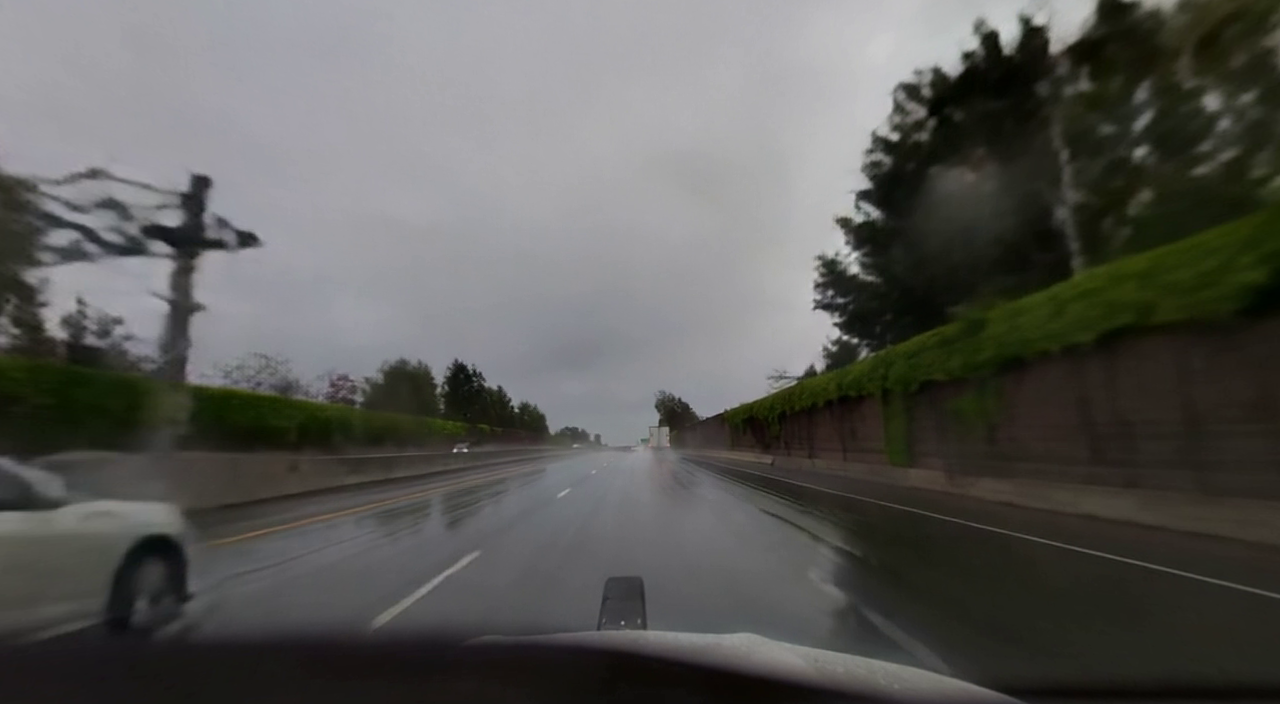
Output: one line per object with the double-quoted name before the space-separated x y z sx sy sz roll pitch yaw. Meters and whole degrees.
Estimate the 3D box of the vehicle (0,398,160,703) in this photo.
"vehicle" -3.963 0.728 1.099 2.129 1.559 5.272 0 -9 0
